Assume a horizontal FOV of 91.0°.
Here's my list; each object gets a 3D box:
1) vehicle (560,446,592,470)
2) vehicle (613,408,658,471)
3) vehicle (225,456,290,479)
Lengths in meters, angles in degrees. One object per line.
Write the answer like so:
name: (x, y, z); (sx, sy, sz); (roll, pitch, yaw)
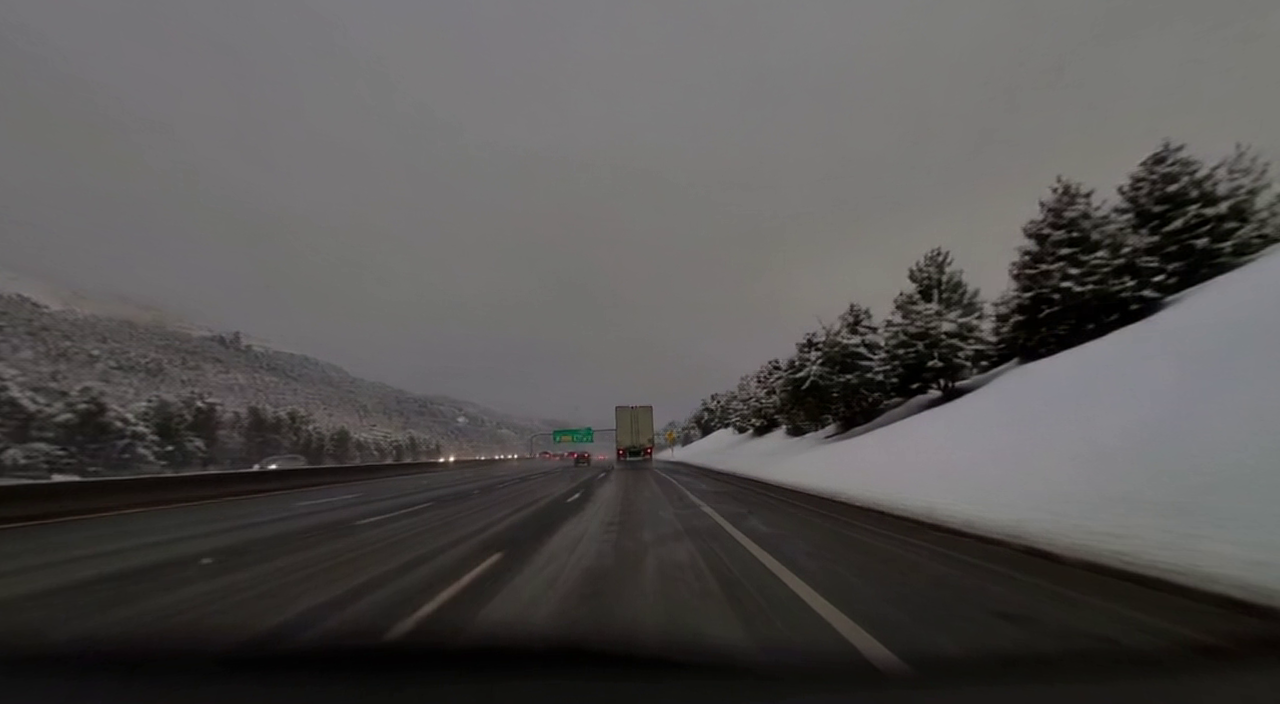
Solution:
vehicle: (-4.897, 8.153, 48.526); (2.053, 1.746, 4.508); (0, -9, -1)
vehicle: (-0.211, 6.739, 48.021); (3.039, 4.131, 11.822); (0, -9, 1)
vehicle: (-28.876, 8.713, 47.737); (1.883, 1.557, 4.741); (0, -9, 1)
